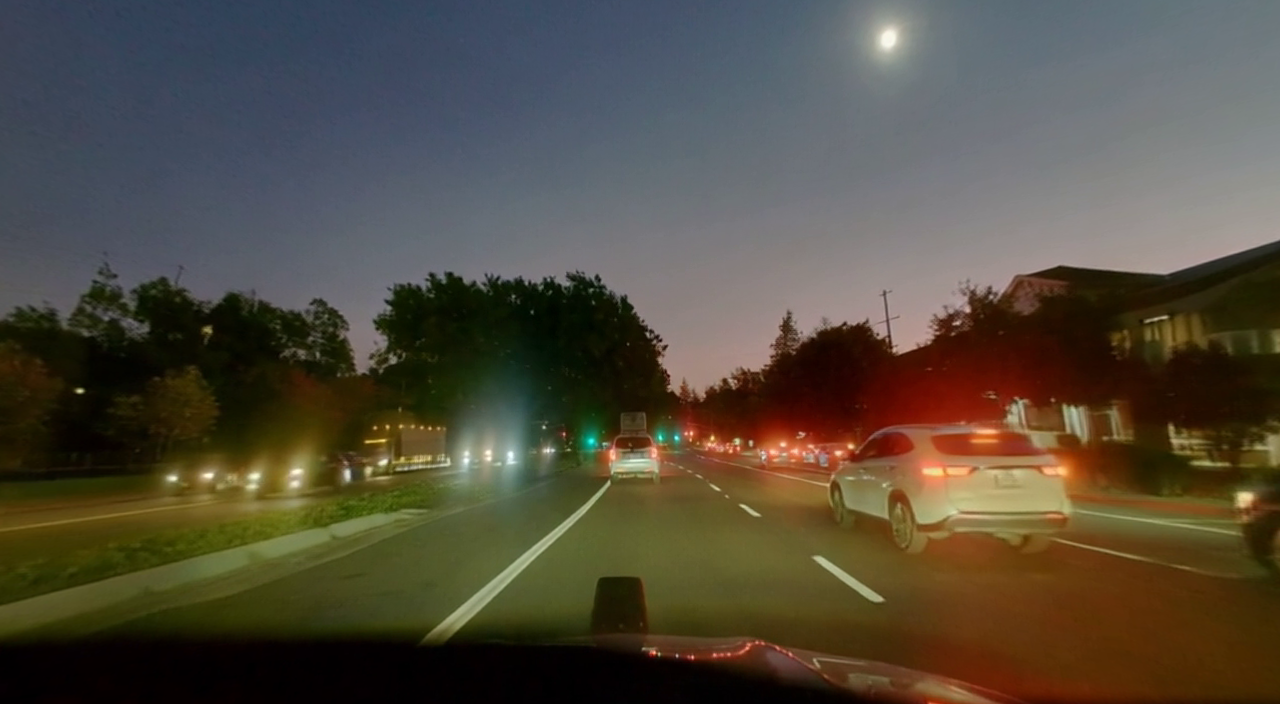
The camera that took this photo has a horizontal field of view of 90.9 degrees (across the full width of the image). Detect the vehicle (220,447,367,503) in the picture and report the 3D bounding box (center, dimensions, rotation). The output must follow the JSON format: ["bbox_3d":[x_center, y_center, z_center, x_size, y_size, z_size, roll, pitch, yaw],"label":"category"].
[{"bbox_3d":[-10.317,3.656,19.231,1.907,1.471,4.410,0,-8,1],"label":"vehicle"}]

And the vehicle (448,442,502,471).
[{"bbox_3d":[-10.426,6.632,40.243,2.142,1.742,4.523,0,-8,1],"label":"vehicle"}]

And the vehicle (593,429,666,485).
[{"bbox_3d":[-0.334,3.700,22.481,2.332,1.798,4.546,0,-8,0],"label":"vehicle"}]

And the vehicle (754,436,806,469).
[{"bbox_3d":[7.823,5.656,35.626,1.971,1.722,4.341,0,-8,0],"label":"vehicle"}]

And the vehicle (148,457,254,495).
[{"bbox_3d":[-20.613,5.806,29.850,1.821,1.568,4.296,0,-8,2],"label":"vehicle"}]

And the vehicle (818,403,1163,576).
[{"bbox_3d":[4.088,1.687,8.516,2.100,1.689,4.501,0,-8,1],"label":"vehicle"}]
